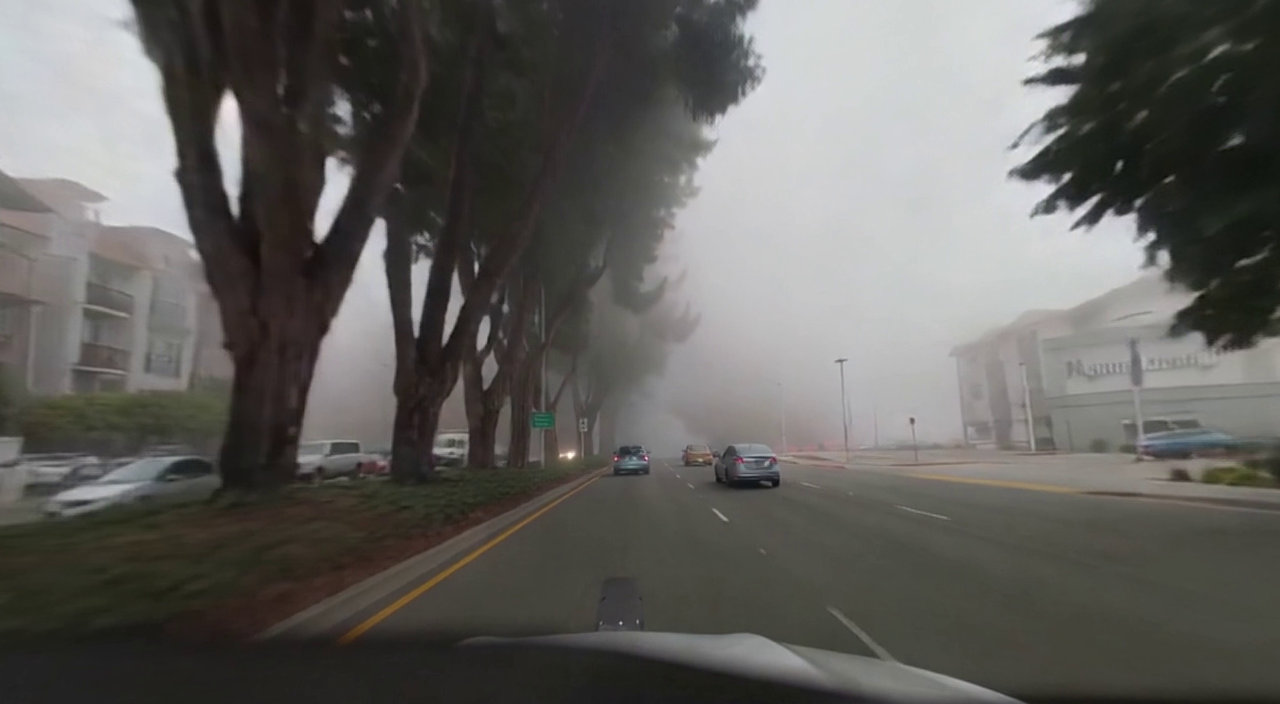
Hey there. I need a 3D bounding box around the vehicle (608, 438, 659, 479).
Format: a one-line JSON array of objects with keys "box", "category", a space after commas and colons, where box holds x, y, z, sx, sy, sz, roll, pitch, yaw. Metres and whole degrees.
[{"box": [-0.249, 4.713, 28.174, 2.101, 1.694, 3.979, -1, -9, 1], "category": "vehicle"}]

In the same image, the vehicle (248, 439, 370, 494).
[{"box": [-12.328, 4.271, 23.987, 2.021, 1.817, 4.740, -1, -9, 1], "category": "vehicle"}]

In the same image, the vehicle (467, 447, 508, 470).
[{"box": [-11.463, 8.025, 47.820, 2.048, 1.470, 4.514, -2, -8, -1], "category": "vehicle"}]

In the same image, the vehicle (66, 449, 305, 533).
[{"box": [-9.222, 2.801, 13.424, 1.850, 1.447, 4.436, 0, -9, -1], "category": "vehicle"}]

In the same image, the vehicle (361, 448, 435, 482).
[{"box": [-11.968, 5.594, 31.624, 1.923, 1.502, 4.422, -1, -9, 0], "category": "vehicle"}]

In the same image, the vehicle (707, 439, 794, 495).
[{"box": [3.198, 3.410, 19.094, 1.852, 1.498, 3.825, 0, -9, -1], "category": "vehicle"}]

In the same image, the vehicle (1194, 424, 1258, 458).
[{"box": [35.759, 5.425, 38.492, 5.424, 1.947, 2.071, 7, -11, -41], "category": "vehicle"}]

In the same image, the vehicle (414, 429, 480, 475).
[{"box": [-12.005, 6.249, 39.730, 2.263, 2.542, 5.913, -2, -8, 0], "category": "vehicle"}]
